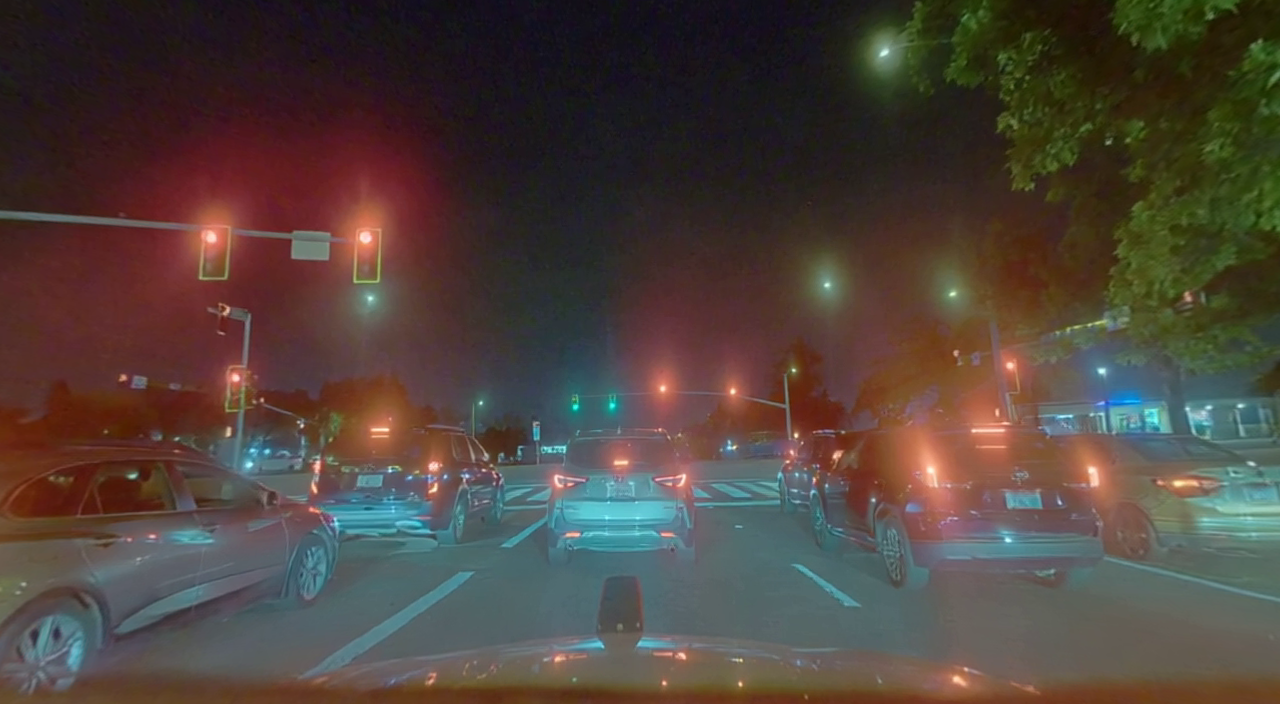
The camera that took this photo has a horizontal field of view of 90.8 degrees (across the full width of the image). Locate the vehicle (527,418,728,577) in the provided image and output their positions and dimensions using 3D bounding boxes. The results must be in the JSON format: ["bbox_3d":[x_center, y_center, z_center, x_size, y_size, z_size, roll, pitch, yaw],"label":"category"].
[{"bbox_3d":[-0.092,1.803,8.549,2.106,1.655,3.717,0,-8,1],"label":"vehicle"}]

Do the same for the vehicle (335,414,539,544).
[{"bbox_3d":[-3.219,2.113,11.159,2.048,1.805,4.405,0,-8,1],"label":"vehicle"}]

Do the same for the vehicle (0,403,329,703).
[{"bbox_3d":[-3.348,0.948,2.377,1.863,1.495,4.667,0,-8,2],"label":"vehicle"}]

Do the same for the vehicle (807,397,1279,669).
[{"bbox_3d":[3.233,1.441,6.190,2.006,1.659,4.462,0,-8,1],"label":"vehicle"}]
